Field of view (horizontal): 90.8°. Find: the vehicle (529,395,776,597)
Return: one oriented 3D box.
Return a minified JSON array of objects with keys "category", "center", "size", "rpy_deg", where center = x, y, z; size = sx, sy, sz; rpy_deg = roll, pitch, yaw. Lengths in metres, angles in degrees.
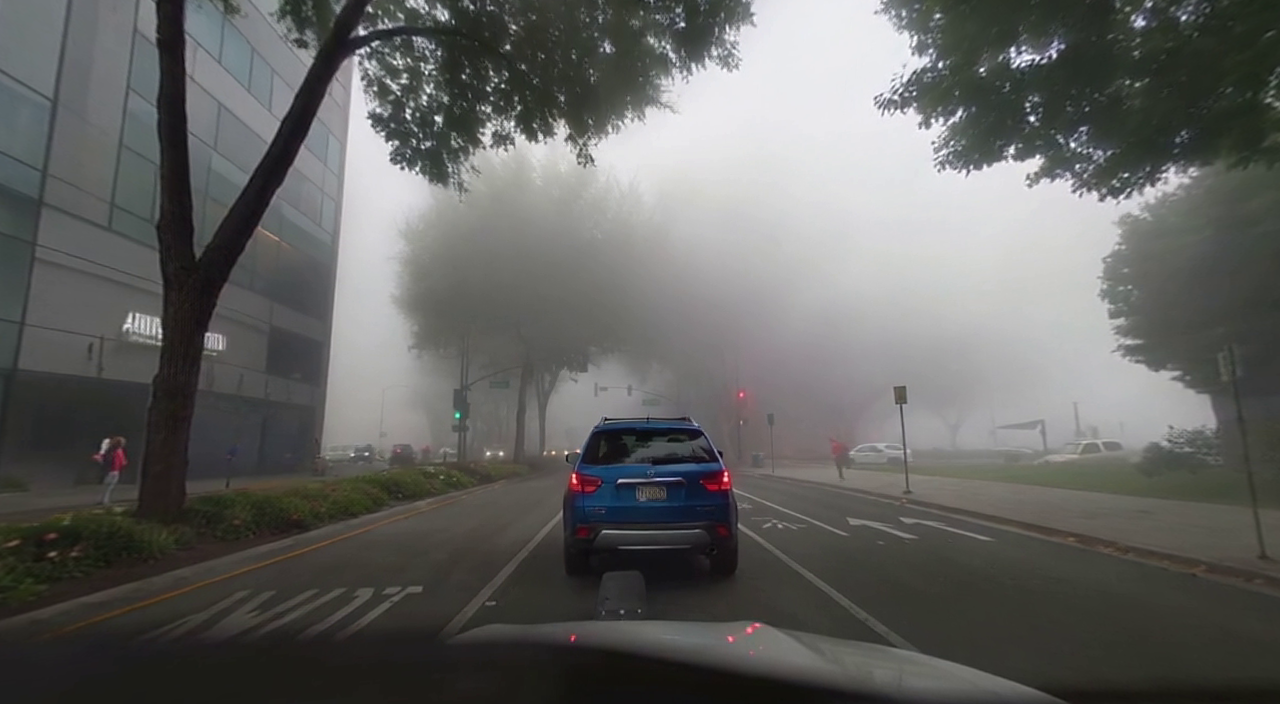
[{"category":"vehicle","center":[0.010,1.573,7.701],"size":[2.183,1.765,4.059],"rpy_deg":[0,-9,-3]}]

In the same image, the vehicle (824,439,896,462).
[{"category":"vehicle","center":[15.661,7.014,45.105],"size":[4.422,1.563,1.751],"rpy_deg":[0,-8,-1]}]

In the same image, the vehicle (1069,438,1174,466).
[{"category":"vehicle","center":[28.993,6.030,38.162],"size":[4.571,1.558,2.171],"rpy_deg":[0,-9,-2]}]
